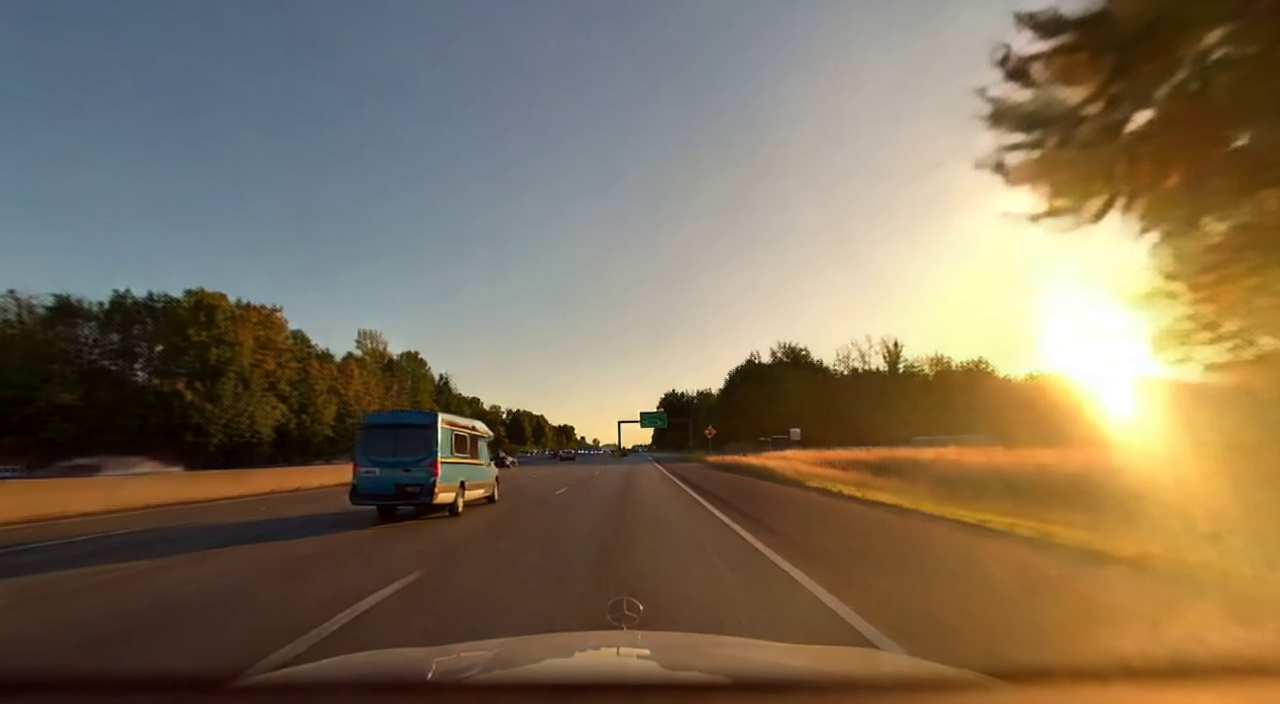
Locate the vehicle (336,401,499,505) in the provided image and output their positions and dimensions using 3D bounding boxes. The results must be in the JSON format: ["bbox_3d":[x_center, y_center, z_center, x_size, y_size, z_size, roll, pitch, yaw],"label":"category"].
[{"bbox_3d":[-7.190,3.444,21.784,2.747,2.934,7.411,0,-9,2],"label":"vehicle"}]
